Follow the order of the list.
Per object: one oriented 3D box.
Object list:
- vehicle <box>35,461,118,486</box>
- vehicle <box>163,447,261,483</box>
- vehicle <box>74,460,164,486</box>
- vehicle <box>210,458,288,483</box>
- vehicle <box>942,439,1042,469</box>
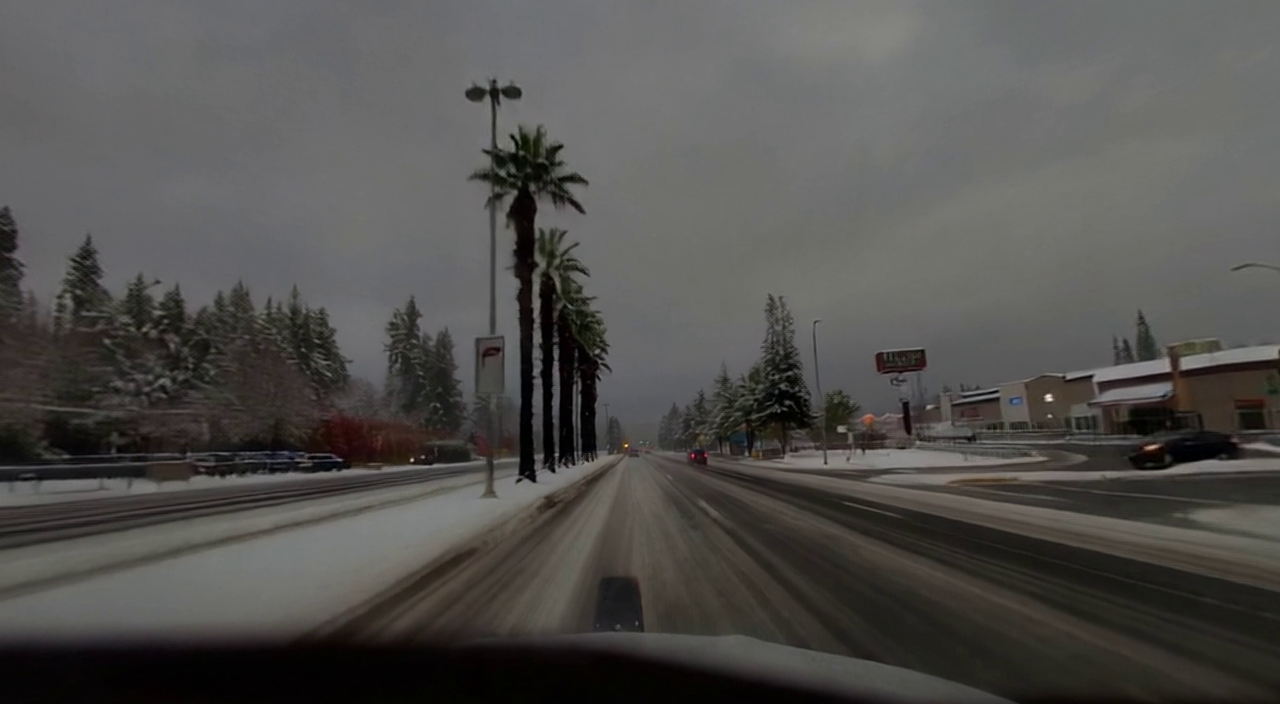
[{"bbox_3d":[-37.312,8.021,41.785,1.870,1.477,3.984,0,-8,-1],"label":"vehicle"},{"bbox_3d":[-28.538,7.505,42.309,2.333,2.153,6.030,0,-8,-1],"label":"vehicle"},{"bbox_3d":[-34.729,8.070,42.182,1.961,1.486,4.946,0,-8,-3],"label":"vehicle"},{"bbox_3d":[-25.696,7.794,41.600,1.970,1.446,4.674,-3,-10,4],"label":"vehicle"},{"bbox_3d":[20.249,5.886,36.301,4.472,1.521,2.090,-1,-10,-2],"label":"vehicle"}]
